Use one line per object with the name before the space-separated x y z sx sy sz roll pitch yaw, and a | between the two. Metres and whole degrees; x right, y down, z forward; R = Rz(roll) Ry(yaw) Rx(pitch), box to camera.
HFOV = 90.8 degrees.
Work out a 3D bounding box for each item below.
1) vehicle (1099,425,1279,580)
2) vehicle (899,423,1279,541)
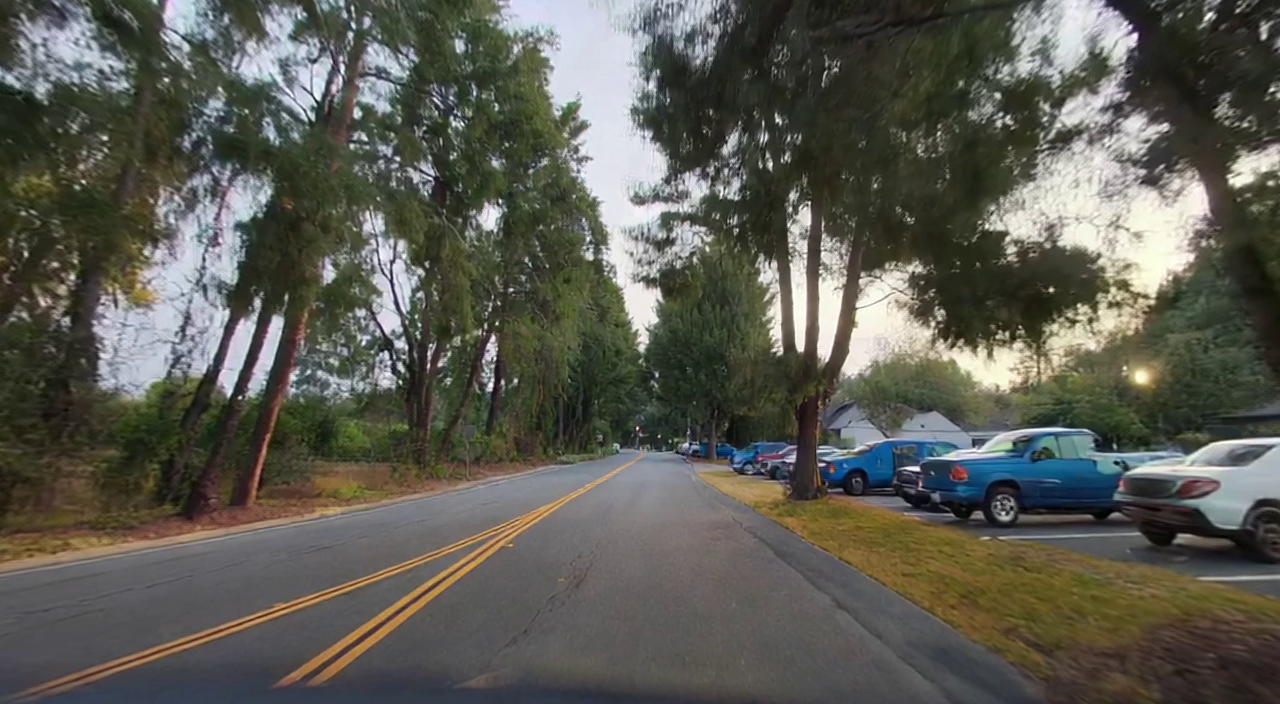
vehicle | 8.772 1.861 8.311 3.853 1.732 2.049 0 -8 -3
vehicle | 7.584 2.192 11.059 5.072 1.802 2.236 0 -8 -3
